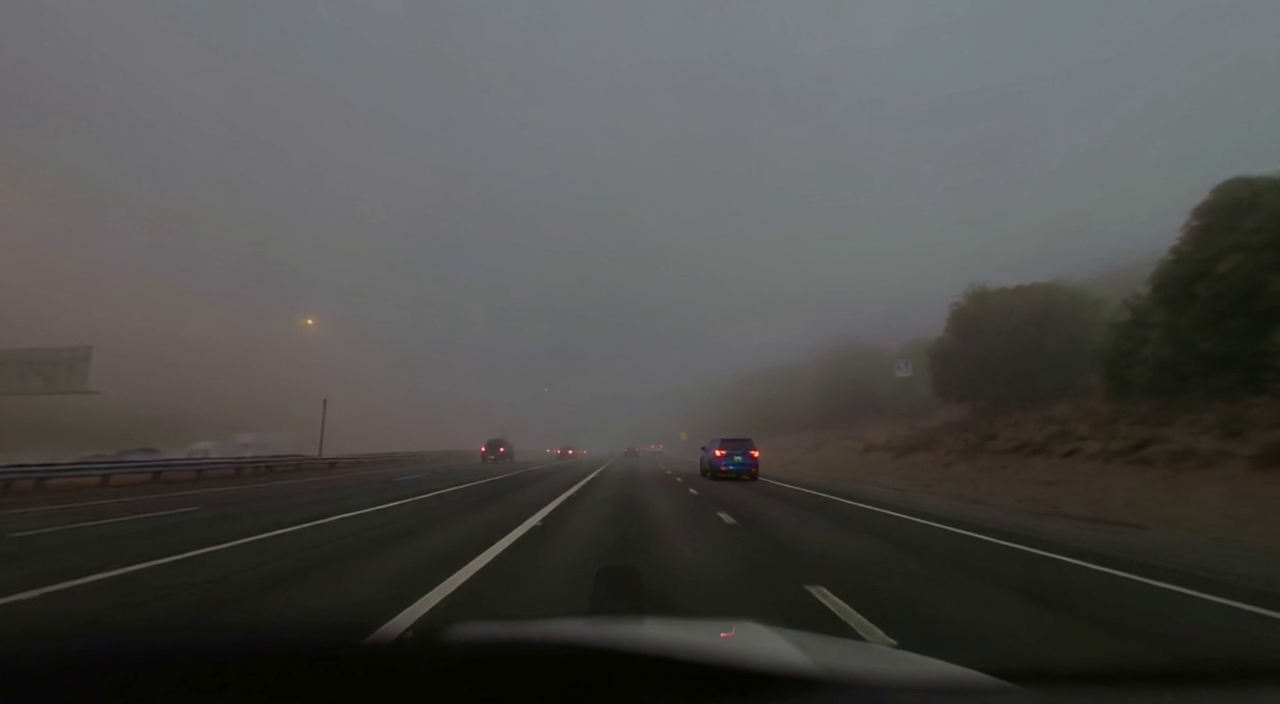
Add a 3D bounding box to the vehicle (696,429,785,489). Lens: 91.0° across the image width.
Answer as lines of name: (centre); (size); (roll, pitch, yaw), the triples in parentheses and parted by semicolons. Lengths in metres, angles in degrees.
vehicle: (3.424, 3.759, 22.494); (2.184, 1.892, 4.763); (0, -8, -2)
